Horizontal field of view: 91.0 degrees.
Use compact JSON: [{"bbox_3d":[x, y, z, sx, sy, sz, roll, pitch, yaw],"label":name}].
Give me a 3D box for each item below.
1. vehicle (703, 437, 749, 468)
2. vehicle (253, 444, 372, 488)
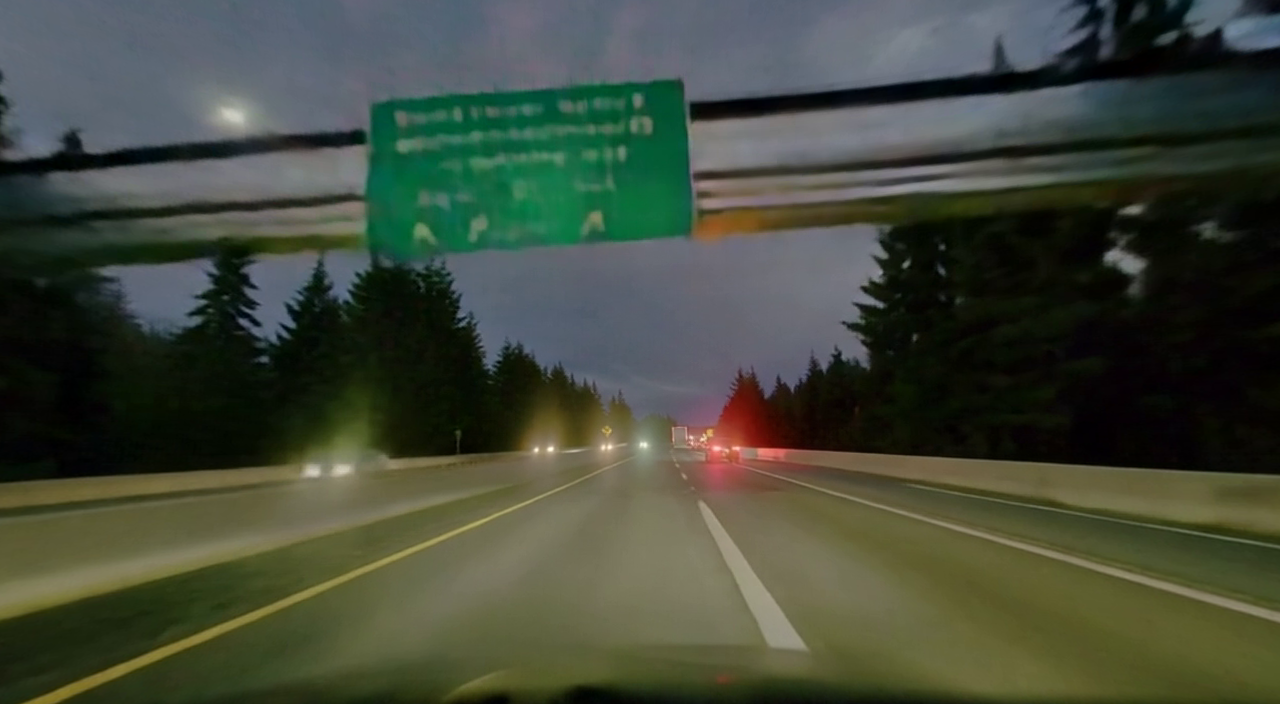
[{"bbox_3d":[4.613,5.448,34.357,1.954,1.550,4.140,0,-8,0],"label":"vehicle"},{"bbox_3d":[-11.953,4.158,23.352,2.041,1.469,4.247,0,-8,2],"label":"vehicle"}]
